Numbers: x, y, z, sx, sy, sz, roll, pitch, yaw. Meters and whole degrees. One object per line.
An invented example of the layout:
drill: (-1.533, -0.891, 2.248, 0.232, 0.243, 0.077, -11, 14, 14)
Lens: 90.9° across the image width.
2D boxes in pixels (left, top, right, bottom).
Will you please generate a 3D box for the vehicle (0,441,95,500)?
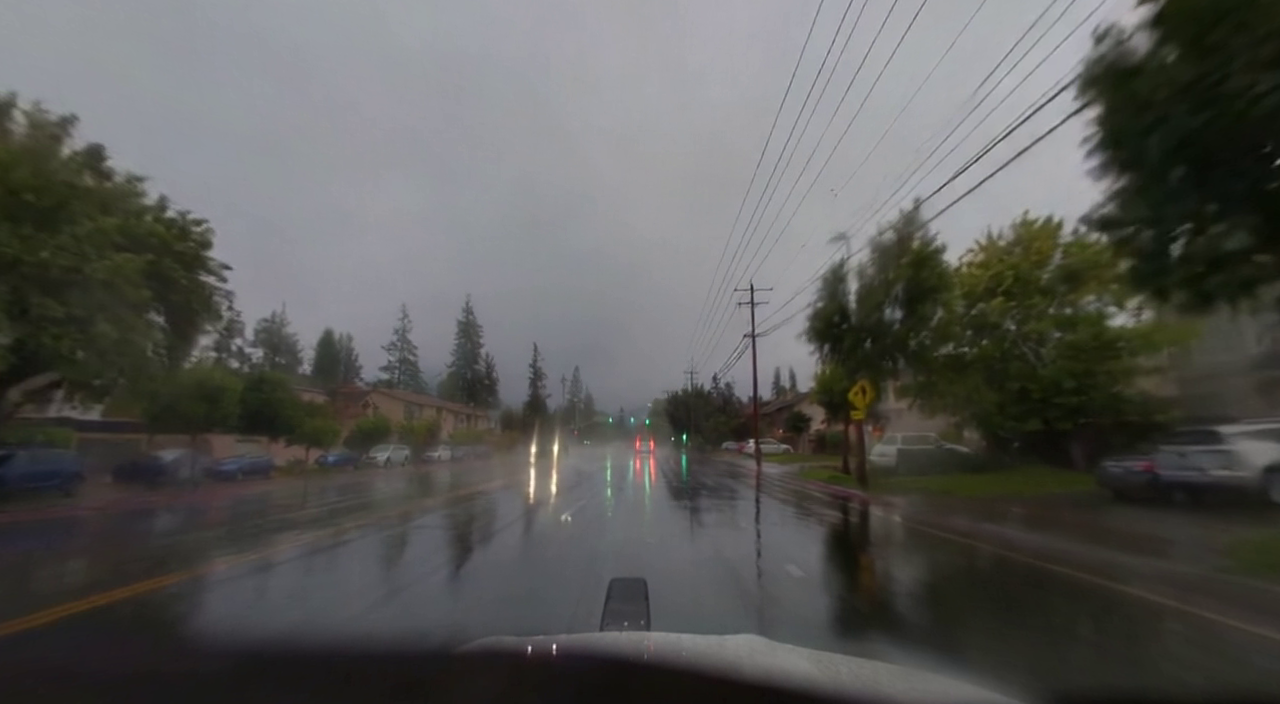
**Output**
vehicle: (-20.265, 3.730, 20.024, 1.787, 1.774, 4.560, 0, -8, 0)

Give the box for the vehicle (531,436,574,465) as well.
vehicle: (-6.128, 6.974, 44.708, 2.273, 1.952, 4.599, 0, -8, 1)

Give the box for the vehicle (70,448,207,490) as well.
vehicle: (-20.149, 4.681, 25.645, 1.759, 1.519, 4.785, 0, -8, -2)

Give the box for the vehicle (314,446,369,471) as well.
vehicle: (-20.081, 7.170, 42.526, 1.764, 1.570, 3.910, 0, -8, 0)

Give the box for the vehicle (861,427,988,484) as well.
vehicle: (11.379, 4.181, 25.779, 2.392, 2.063, 5.213, 1, -8, -5)

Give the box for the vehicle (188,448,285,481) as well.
vehicle: (-20.414, 5.696, 32.187, 1.812, 1.501, 4.632, 0, -8, 1)

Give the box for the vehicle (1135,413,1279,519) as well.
vehicle: (13.347, 2.277, 12.821, 4.667, 1.952, 2.063, 0, -8, 2)

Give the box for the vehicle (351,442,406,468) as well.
vehicle: (-20.119, 7.918, 48.738, 2.047, 1.898, 5.032, 0, -8, 1)
